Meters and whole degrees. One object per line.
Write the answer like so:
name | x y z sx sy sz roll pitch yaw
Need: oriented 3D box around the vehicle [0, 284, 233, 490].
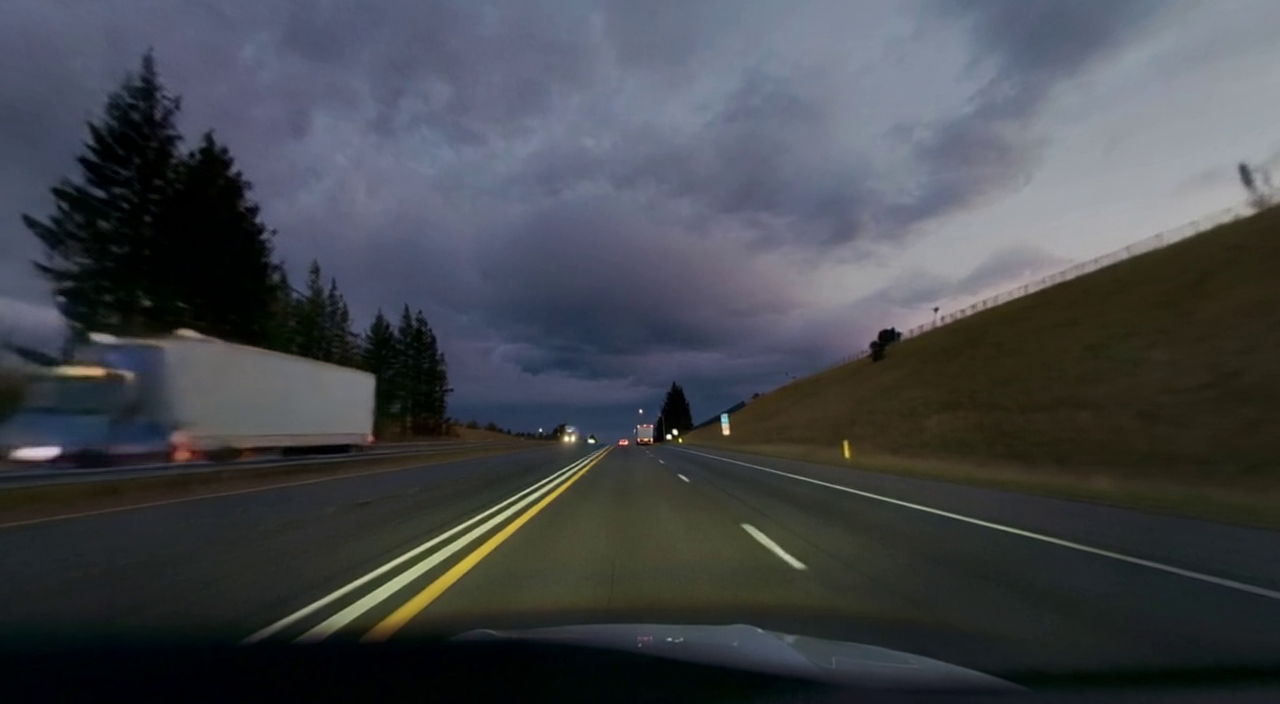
vehicle | -12.927 1.003 14.649 2.994 3.854 5.842 0 -8 -2
